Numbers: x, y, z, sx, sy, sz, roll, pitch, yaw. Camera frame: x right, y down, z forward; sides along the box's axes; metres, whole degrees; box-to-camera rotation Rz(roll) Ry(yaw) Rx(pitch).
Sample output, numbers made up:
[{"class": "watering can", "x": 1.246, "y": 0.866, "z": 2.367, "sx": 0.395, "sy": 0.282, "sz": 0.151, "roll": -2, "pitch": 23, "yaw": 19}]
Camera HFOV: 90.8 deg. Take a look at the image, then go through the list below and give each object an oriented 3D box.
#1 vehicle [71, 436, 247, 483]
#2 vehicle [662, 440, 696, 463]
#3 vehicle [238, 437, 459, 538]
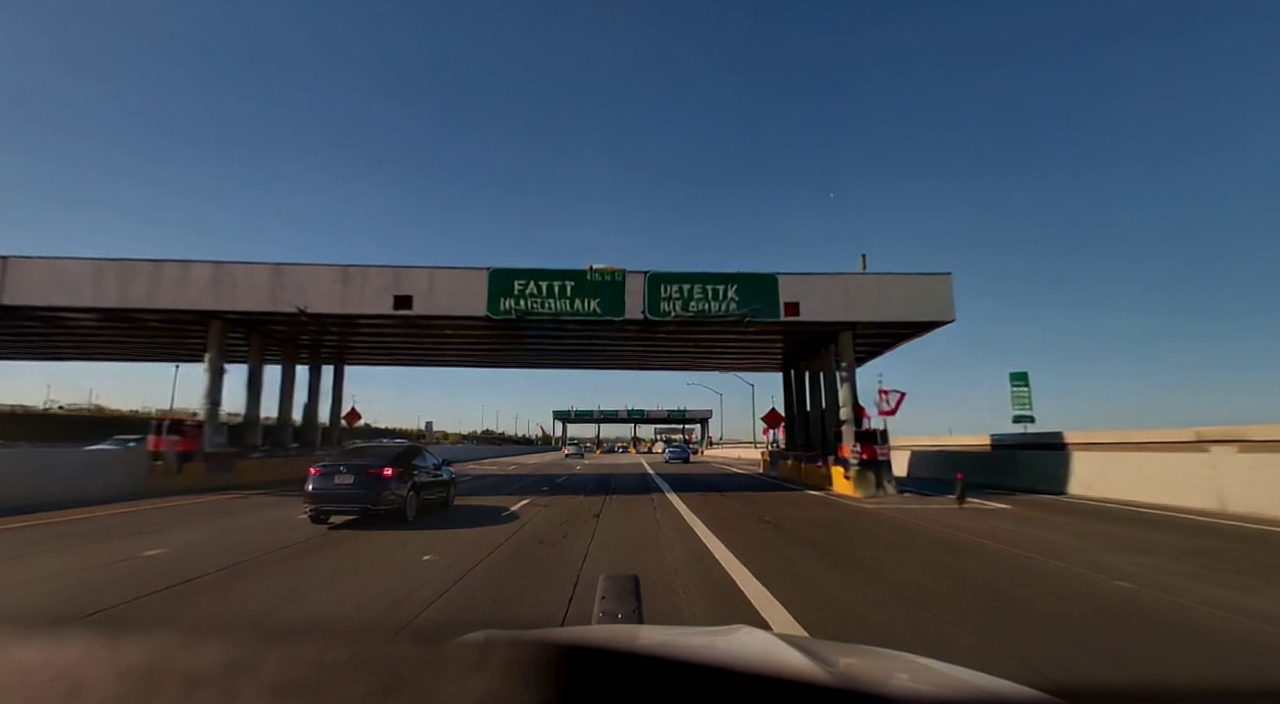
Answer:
[{"class": "vehicle", "x": -21.103, "y": 4.678, "z": 28.006, "sx": 2.298, "sy": 1.856, "sz": 5.674, "roll": -7, "pitch": -11, "yaw": 39}, {"class": "vehicle", "x": 2.933, "y": 7.591, "z": 48.488, "sx": 2.072, "sy": 1.639, "sz": 4.919, "roll": 0, "pitch": -8, "yaw": -2}, {"class": "vehicle", "x": -4.917, "y": 2.309, "z": 11.502, "sx": 1.981, "sy": 1.465, "sz": 4.334, "roll": 0, "pitch": -8, "yaw": 0}]
